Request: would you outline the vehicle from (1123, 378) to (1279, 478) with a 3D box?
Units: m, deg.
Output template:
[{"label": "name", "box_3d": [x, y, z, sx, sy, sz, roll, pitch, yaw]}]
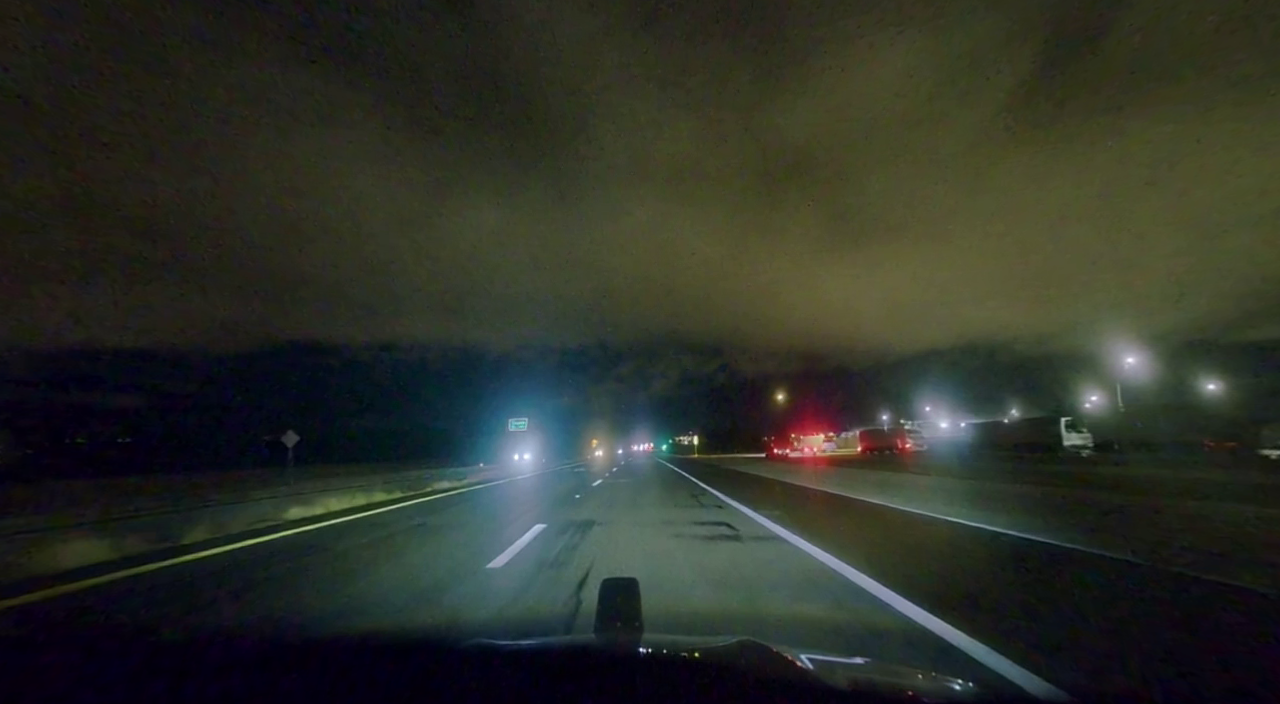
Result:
[{"label": "vehicle", "box_3d": [28.267, 3.579, 28.855, 2.848, 4.095, 14.282, -1, -9, 8]}]

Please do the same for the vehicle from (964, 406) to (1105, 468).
[{"label": "vehicle", "box_3d": [30.287, 6.768, 49.709, 2.914, 4.132, 13.954, -2, -8, 4]}]
